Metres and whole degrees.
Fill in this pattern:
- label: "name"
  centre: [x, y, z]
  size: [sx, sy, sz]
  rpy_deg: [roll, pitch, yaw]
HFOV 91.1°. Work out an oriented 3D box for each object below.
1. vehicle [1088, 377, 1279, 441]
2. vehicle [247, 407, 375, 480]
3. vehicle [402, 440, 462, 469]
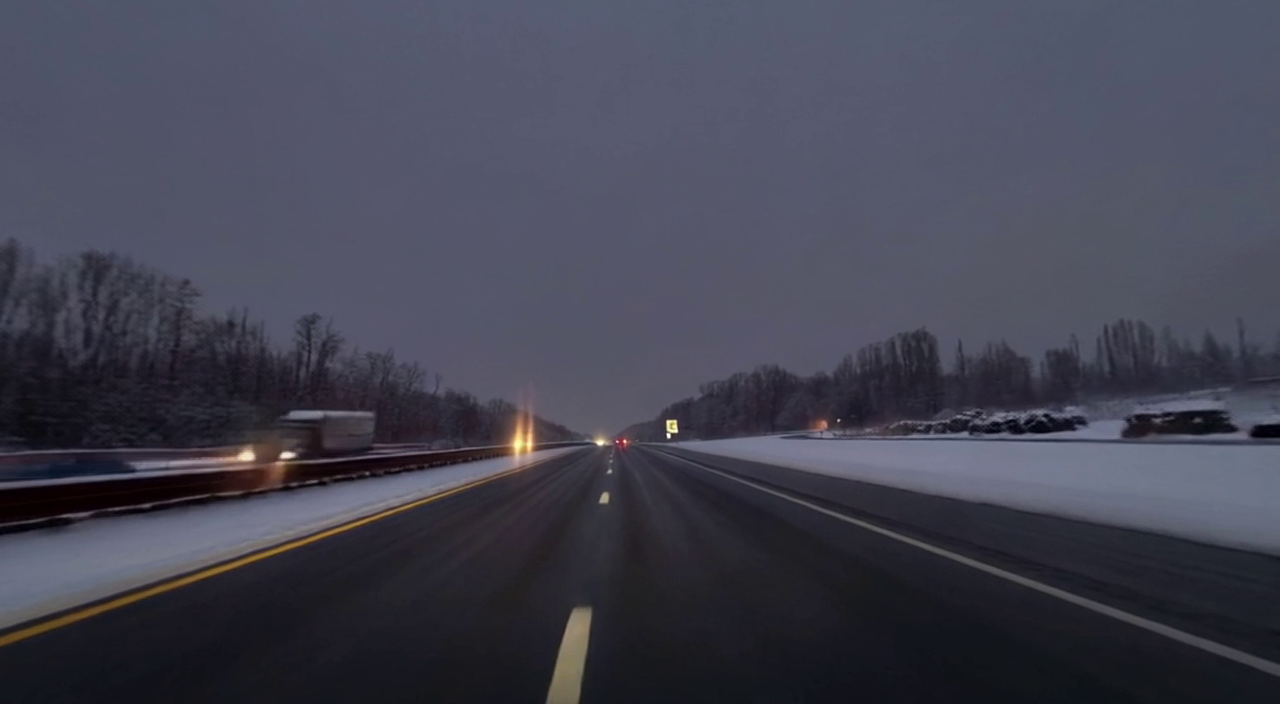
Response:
- label: "vehicle"
  centre: [41.605, 4.816, 49.288]
  size: [2.920, 4.068, 15.213]
  rpy_deg: [-5, -8, 5]
- label: "vehicle"
  centre: [-16.086, 4.552, 31.459]
  size: [2.744, 3.204, 7.013]
  rpy_deg: [0, -8, -2]
- label: "vehicle"
  centre: [-11.629, 5.713, 35.460]
  size: [1.916, 1.506, 4.371]
  rpy_deg: [0, -8, -1]
